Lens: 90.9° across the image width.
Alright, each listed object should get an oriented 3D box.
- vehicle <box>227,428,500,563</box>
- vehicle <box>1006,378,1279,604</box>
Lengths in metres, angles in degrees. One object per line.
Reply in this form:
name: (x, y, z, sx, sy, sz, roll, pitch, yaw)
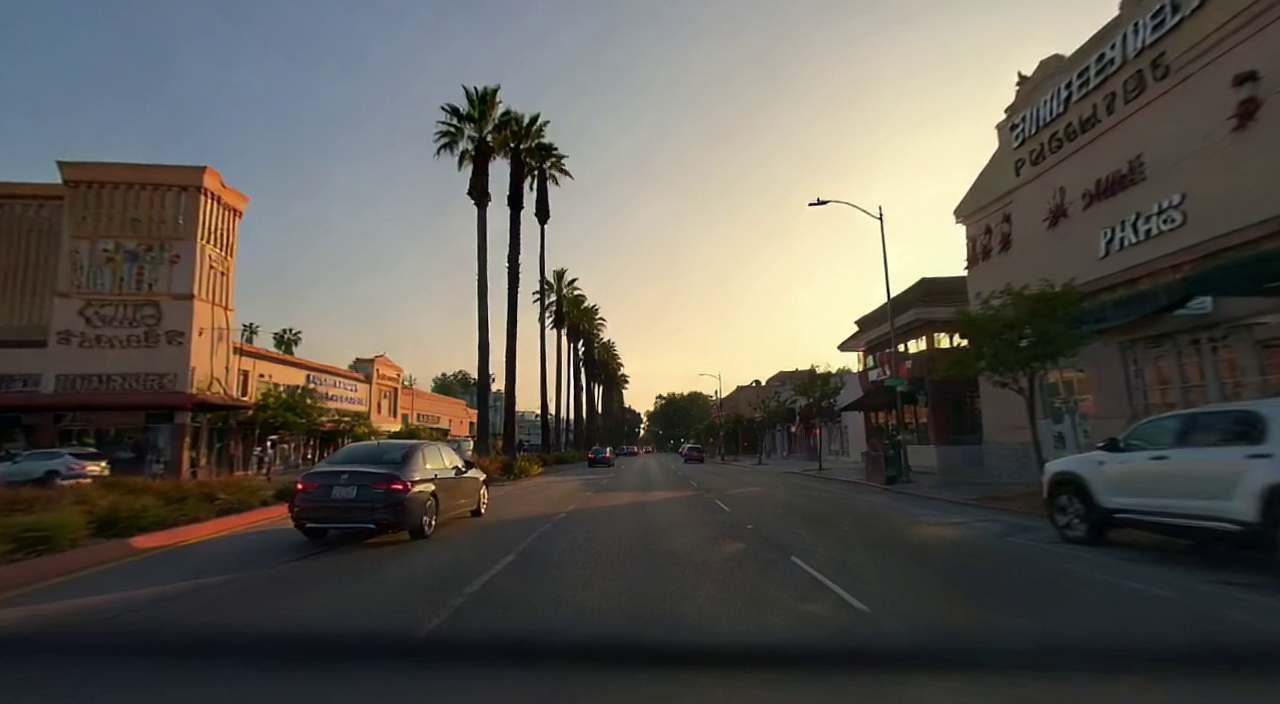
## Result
vehicle: (-3.642, 1.970, 9.440, 2.032, 1.511, 4.424, 0, -9, 1)
vehicle: (6.444, 1.246, 5.843, 2.214, 1.865, 6.549, 0, -9, 0)
